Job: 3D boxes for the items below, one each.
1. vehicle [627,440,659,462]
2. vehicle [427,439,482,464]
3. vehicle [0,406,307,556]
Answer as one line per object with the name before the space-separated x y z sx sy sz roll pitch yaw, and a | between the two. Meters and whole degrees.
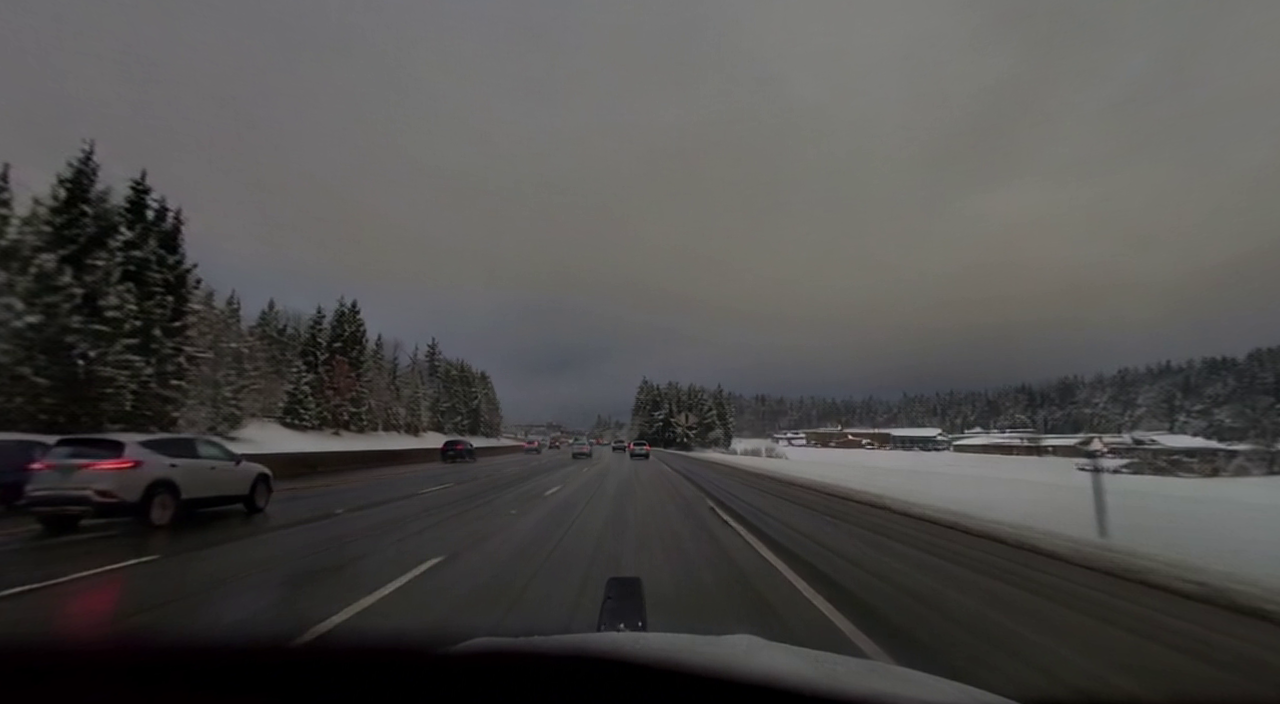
vehicle | 0.178 6.923 44.237 2.060 1.465 3.974 0 -8 -2
vehicle | -11.837 6.395 40.401 2.056 1.489 4.852 0 -8 0
vehicle | -7.713 1.846 9.788 2.238 1.712 5.000 0 -8 1
